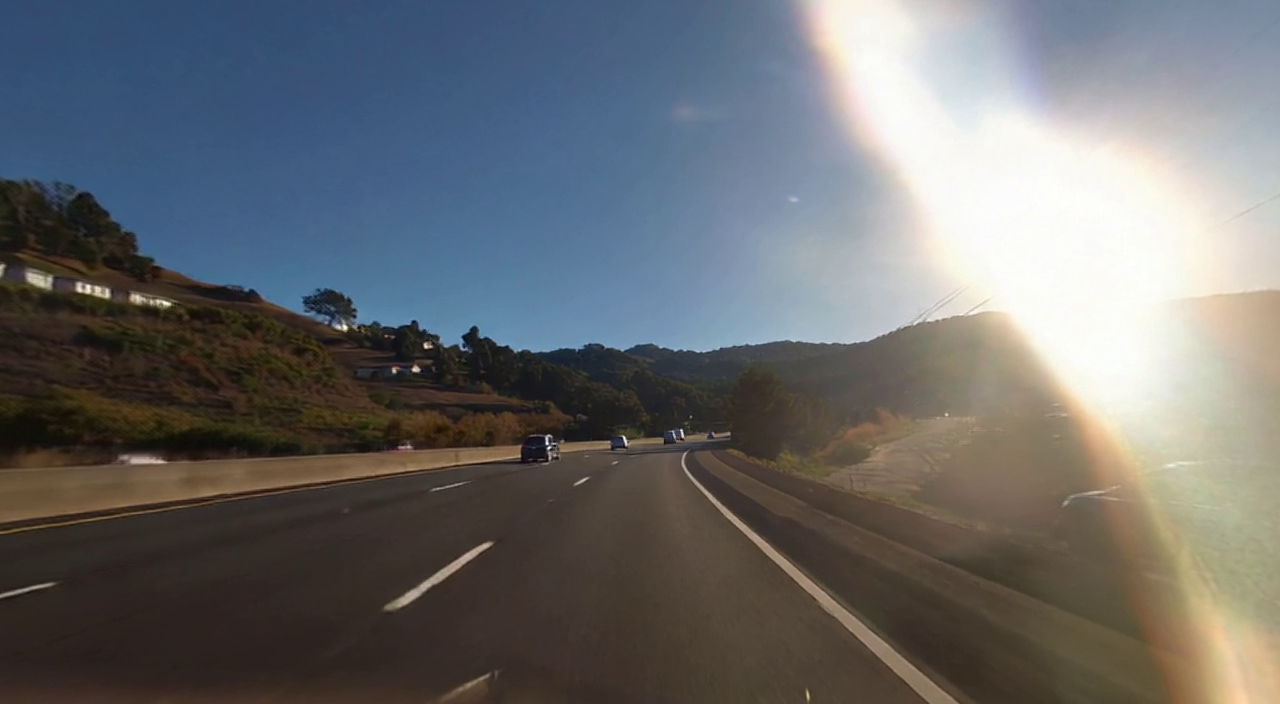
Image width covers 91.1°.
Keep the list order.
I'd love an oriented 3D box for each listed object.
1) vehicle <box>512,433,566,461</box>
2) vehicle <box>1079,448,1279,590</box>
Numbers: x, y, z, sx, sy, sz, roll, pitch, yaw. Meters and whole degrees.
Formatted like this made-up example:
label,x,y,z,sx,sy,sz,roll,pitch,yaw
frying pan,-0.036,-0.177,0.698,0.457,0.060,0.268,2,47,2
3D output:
label,x,y,z,sx,sy,sz,roll,pitch,yaw
vehicle,-5.744,5.463,36.232,2.010,1.489,4.456,-1,-8,5
vehicle,10.267,2.565,10.123,2.325,1.972,5.577,0,-8,0
